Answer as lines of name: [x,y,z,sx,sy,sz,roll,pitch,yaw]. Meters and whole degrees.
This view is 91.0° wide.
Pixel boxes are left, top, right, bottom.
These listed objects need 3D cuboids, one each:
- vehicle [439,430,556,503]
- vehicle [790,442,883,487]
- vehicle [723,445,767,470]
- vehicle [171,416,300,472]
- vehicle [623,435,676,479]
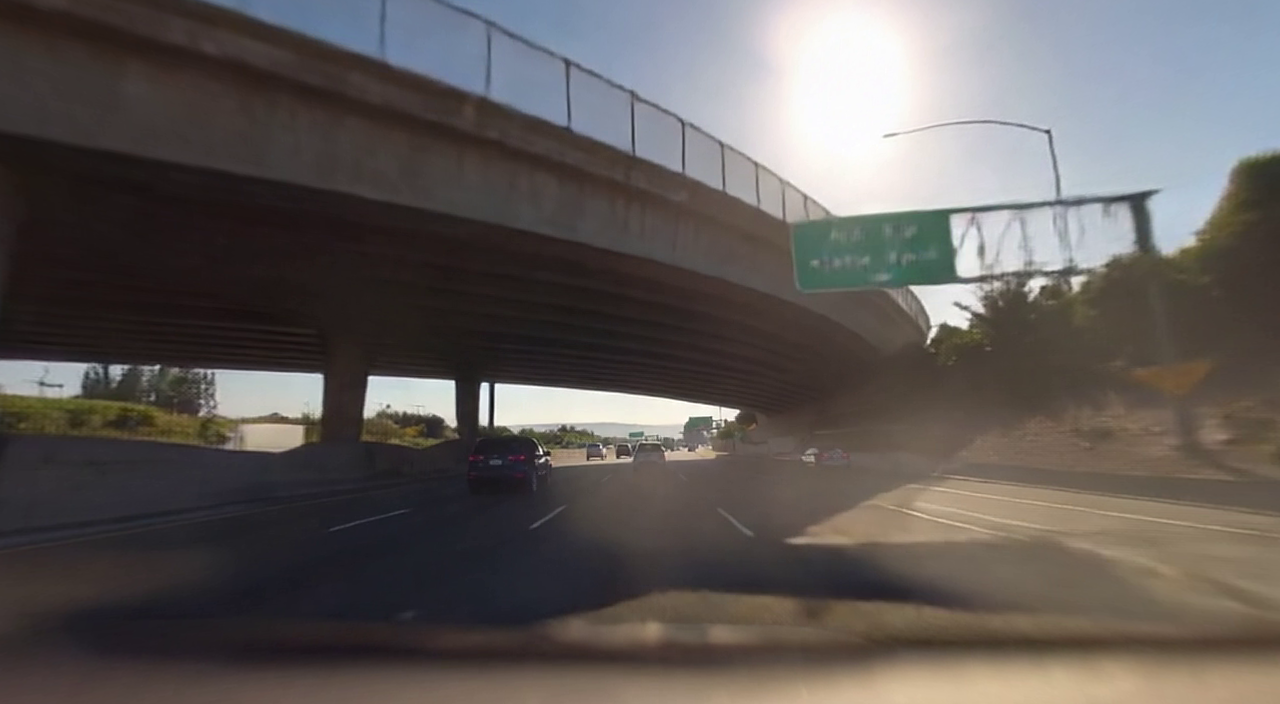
vehicle: [-3.785,3.136,17.593,2.142,1.759,4.297,0,-9,2]
vehicle: [6.984,4.035,22.871,1.936,1.480,4.373,0,-9,0]
vehicle: [6.635,6.729,40.324,2.005,1.456,4.287,0,-9,-1]
vehicle: [-29.432,6.828,46.493,2.878,3.719,9.010,-1,-9,5]
vehicle: [0.435,4.847,29.243,2.270,1.862,4.949,0,-9,1]
